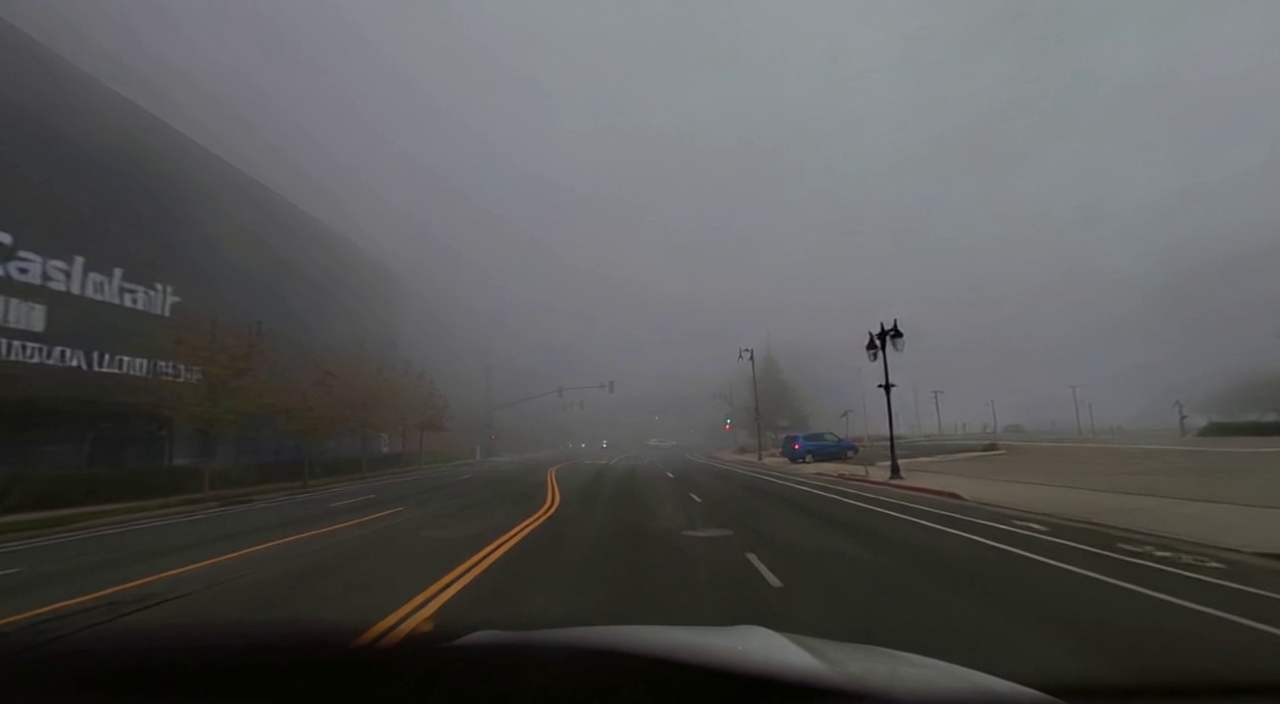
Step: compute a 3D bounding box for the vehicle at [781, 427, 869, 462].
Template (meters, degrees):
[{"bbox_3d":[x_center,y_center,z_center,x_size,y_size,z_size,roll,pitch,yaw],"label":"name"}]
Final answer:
[{"bbox_3d":[10.376,5.174,35.167,4.635,1.821,2.087,5,-10,-31],"label":"vehicle"}]
